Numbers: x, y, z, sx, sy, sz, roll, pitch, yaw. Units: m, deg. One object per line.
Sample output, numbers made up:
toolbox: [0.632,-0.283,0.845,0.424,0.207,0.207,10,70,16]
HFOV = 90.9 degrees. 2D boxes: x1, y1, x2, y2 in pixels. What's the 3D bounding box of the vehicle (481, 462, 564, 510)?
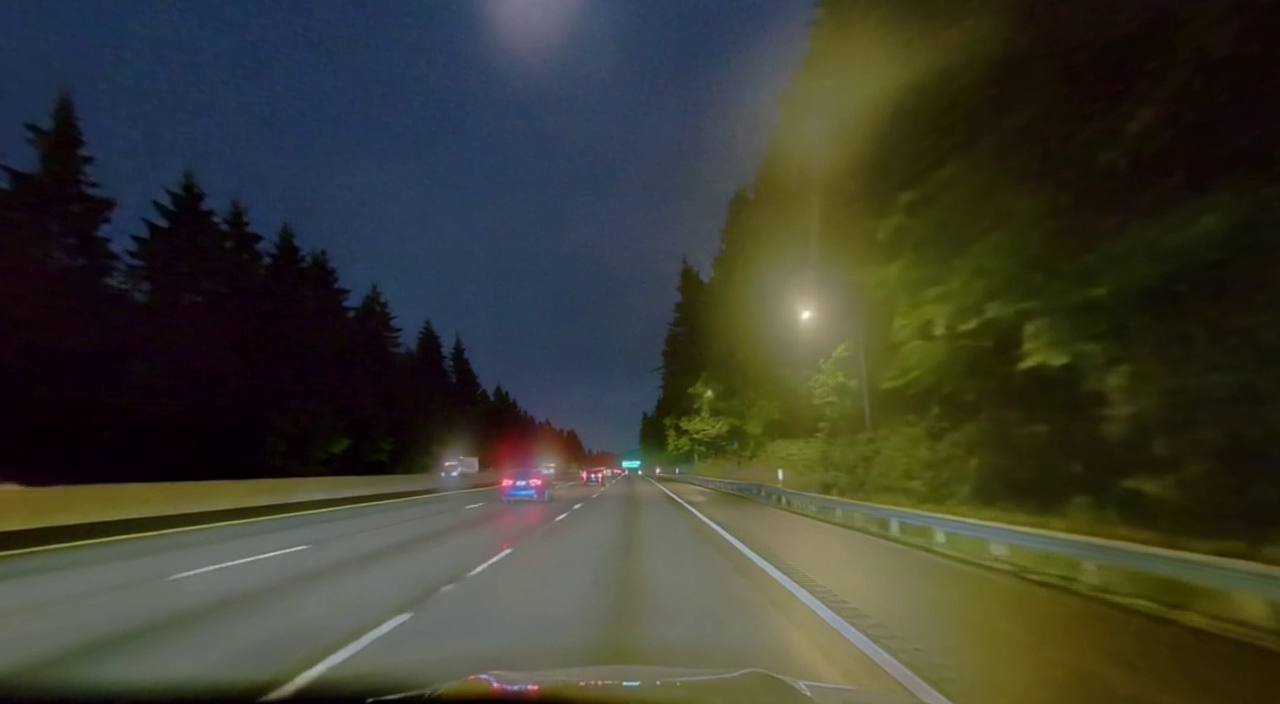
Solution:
vehicle: [-4.008,4.672,22.301,1.995,1.467,4.467,0,-10,1]
